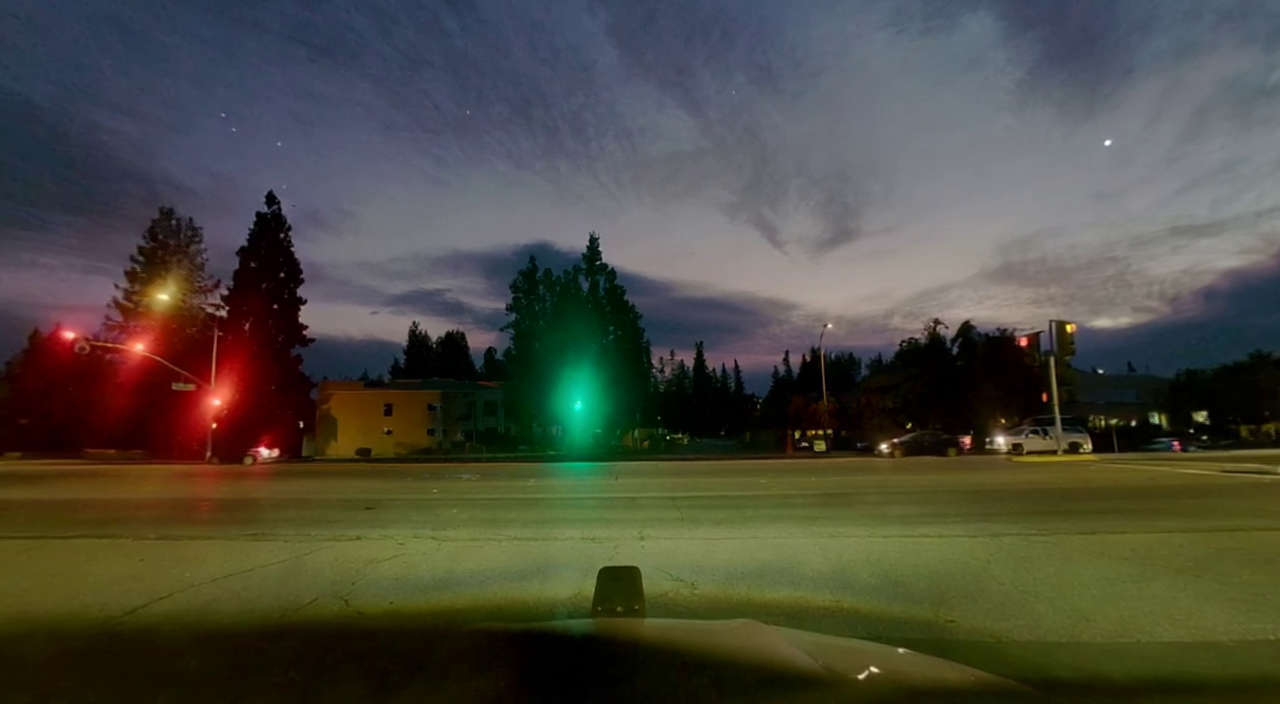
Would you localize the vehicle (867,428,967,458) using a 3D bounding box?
[{"bbox_3d":[14.699,4.866,33.758,4.488,1.536,1.849,-2,-9,10],"label":"vehicle"}]

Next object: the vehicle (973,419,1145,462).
[{"bbox_3d":[15.024,3.219,22.945,4.749,1.461,1.892,-1,-9,9],"label":"vehicle"}]

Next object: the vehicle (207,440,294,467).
[{"bbox_3d":[-22.747,5.918,36.982,4.020,1.517,1.855,-2,-9,10],"label":"vehicle"}]
